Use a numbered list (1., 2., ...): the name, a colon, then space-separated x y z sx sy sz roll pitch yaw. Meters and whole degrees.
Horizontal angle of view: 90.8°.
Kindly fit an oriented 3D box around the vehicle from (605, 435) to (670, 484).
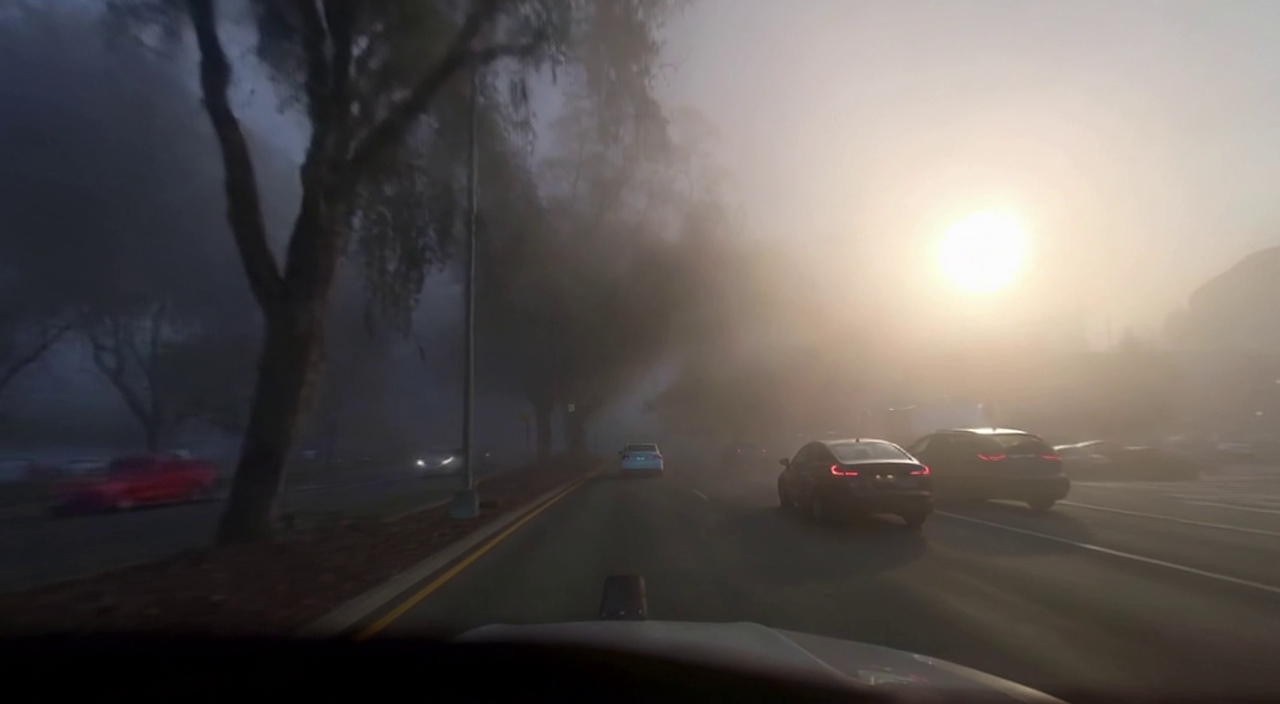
1. vehicle: -0.085 3.569 21.228 1.994 1.479 3.647 0 -8 0

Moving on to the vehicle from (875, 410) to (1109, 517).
1. vehicle: 6.945 2.258 13.246 2.134 1.810 4.590 0 -8 -1

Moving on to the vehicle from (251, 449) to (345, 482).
1. vehicle: -17.246 5.725 32.154 1.961 1.462 4.741 -1 -8 3

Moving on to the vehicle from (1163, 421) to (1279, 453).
1. vehicle: 37.496 5.457 40.628 5.573 1.973 2.229 0 -8 0

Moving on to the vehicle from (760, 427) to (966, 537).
1. vehicle: 3.424 2.073 10.696 1.858 1.466 4.230 0 -8 -1

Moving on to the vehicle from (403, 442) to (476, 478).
1. vehicle: -9.001 4.869 28.720 1.895 1.503 4.237 0 -8 0

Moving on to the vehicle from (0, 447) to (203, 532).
1. vehicle: -12.009 2.803 13.589 1.931 1.477 4.630 0 -8 0
